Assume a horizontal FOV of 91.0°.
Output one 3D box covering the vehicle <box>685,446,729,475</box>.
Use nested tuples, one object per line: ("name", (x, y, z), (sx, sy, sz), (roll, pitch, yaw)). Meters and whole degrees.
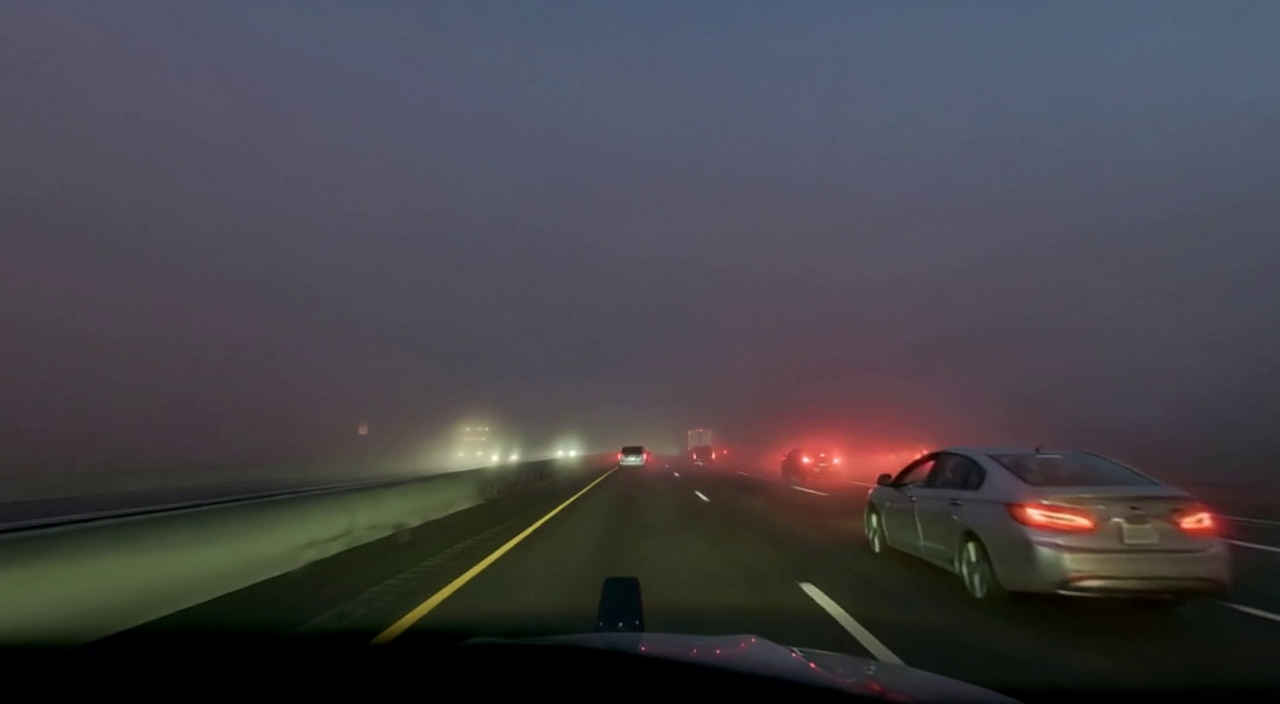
("vehicle", (3.753, 6.132, 35.875), (2.047, 1.540, 4.294), (0, -9, 0))

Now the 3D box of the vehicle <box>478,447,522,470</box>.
("vehicle", (-10.193, 7.753, 46.085), (1.965, 1.542, 4.905), (0, -9, 2))

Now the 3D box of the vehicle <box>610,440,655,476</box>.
("vehicle", (-0.332, 5.420, 32.381), (2.142, 1.724, 4.344), (0, -9, 1))

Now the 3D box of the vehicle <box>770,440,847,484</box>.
("vehicle", (6.890, 4.545, 26.257), (1.975, 1.650, 4.257), (1, -9, 0))

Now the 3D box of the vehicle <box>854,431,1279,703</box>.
("vehicle", (3.480, 1.459, 5.219), (2.004, 1.471, 4.032), (0, -9, 0))
